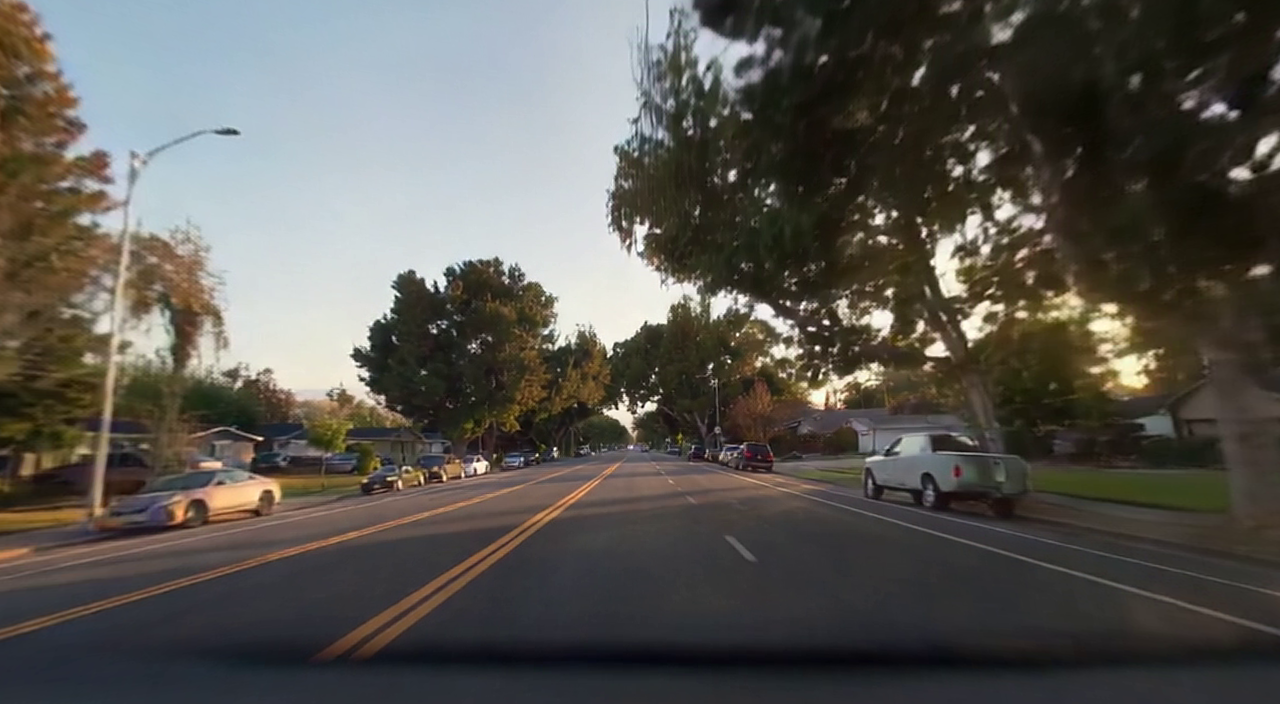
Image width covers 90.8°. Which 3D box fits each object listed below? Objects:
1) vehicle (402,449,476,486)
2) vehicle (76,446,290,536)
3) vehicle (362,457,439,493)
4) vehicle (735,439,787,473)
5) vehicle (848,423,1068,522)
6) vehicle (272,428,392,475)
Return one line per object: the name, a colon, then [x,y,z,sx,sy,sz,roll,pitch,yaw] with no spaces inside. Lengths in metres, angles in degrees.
vehicle: [-10.734,6.184,34.214,2.050,1.769,5.585,0,-9,1]
vehicle: [-10.739,3.248,15.338,1.996,1.781,4.139,-3,-9,2]
vehicle: [-10.807,5.548,28.863,1.838,1.450,4.317,0,-9,-1]
vehicle: [7.267,6.308,38.510,2.103,1.912,4.892,0,-9,-1]
vehicle: [7.388,2.874,15.757,2.224,1.956,6.057,0,-9,-1]
vehicle: [-20.694,6.739,42.714,6.604,3.012,2.656,0,-9,1]
